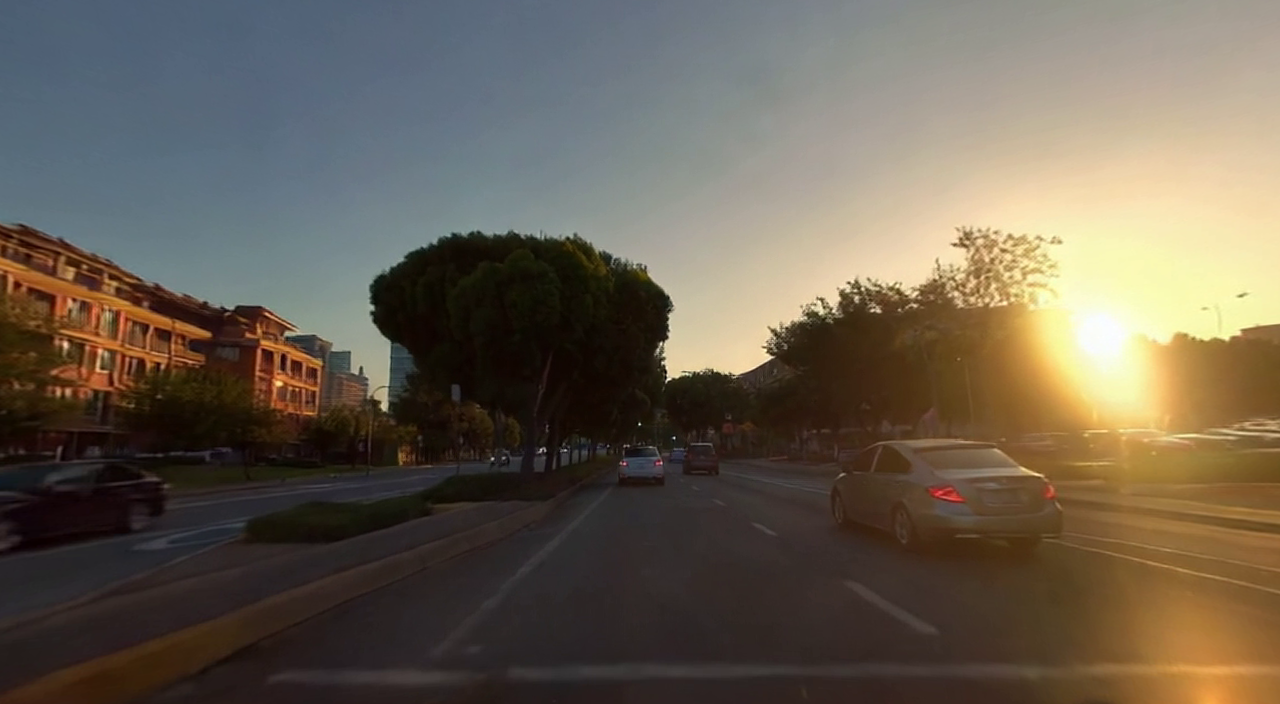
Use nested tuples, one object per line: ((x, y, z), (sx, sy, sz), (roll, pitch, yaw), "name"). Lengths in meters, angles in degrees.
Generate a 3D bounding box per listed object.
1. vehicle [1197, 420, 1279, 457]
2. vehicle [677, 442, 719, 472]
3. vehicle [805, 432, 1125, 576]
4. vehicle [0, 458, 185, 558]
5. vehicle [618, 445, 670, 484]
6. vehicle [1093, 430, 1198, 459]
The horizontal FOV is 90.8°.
((33.400, 4.708, 34.435), (4.199, 1.772, 1.904), (-2, -9, -3), "vehicle")
((3.570, 6.579, 39.762), (2.107, 1.773, 4.557), (0, -8, -2), "vehicle")
((3.963, 1.906, 8.820), (2.049, 1.473, 4.425), (0, -8, -1), "vehicle")
((-10.928, 2.692, 11.331), (2.043, 1.456, 4.627), (0, -8, 0), "vehicle")
((0.176, 4.705, 26.716), (2.034, 1.500, 3.966), (0, -8, 0), "vehicle")
((27.520, 5.057, 34.633), (1.963, 1.480, 4.661), (0, -8, 0), "vehicle")
